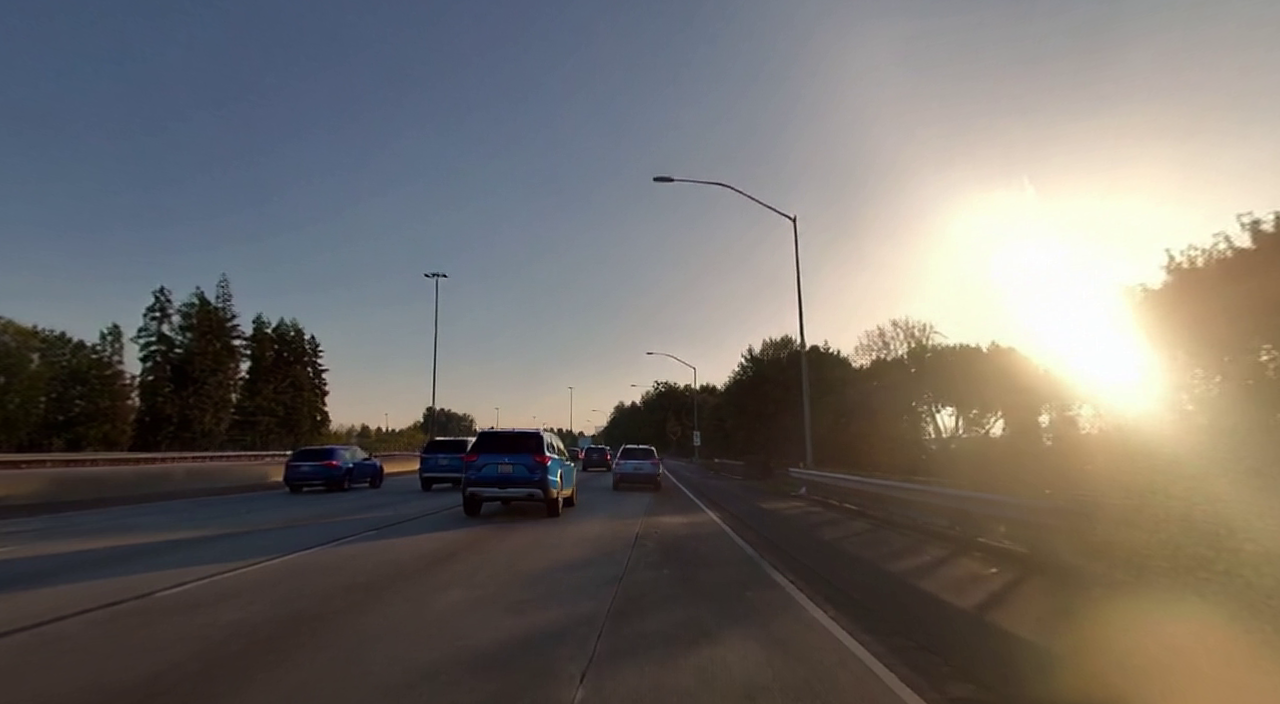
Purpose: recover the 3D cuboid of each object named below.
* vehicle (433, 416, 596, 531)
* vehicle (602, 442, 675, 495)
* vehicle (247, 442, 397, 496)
[{"bbox_3d":[-2.130,2.227,12.037,2.123,1.798,4.108,0,-9,2],"label":"vehicle"},{"bbox_3d":[-0.020,3.656,20.071,2.068,1.488,4.045,0,-9,1],"label":"vehicle"},{"bbox_3d":[-9.605,3.556,19.574,2.126,1.480,4.589,0,-9,2],"label":"vehicle"}]
